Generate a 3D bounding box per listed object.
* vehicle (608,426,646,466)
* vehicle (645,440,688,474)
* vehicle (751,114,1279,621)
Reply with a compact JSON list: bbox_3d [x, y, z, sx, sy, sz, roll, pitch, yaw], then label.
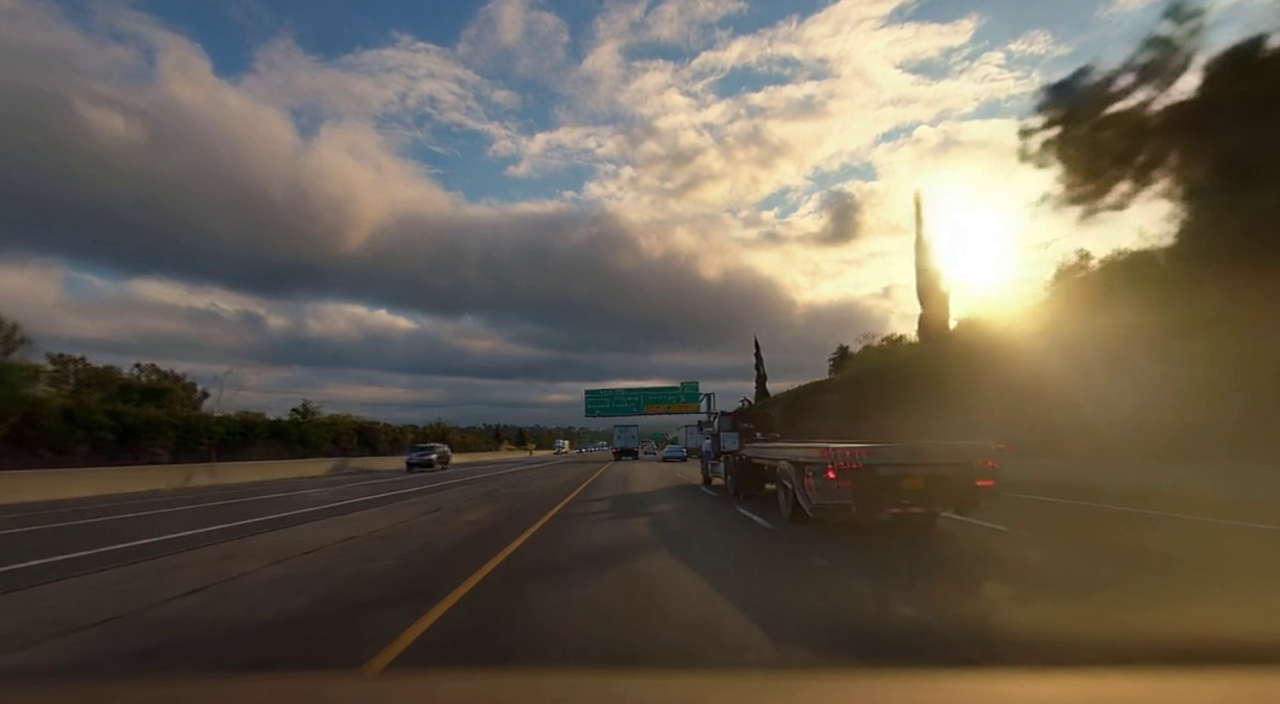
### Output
[{"bbox_3d":[-0.889,7.052,46.896,2.506,2.743,6.093,0,-9,2],"label":"vehicle"},{"bbox_3d":[1.499,5.593,33.531,2.127,1.642,3.899,-1,-9,5],"label":"vehicle"},{"bbox_3d":[3.891,0.639,9.222,2.816,4.086,8.486,0,-9,-1],"label":"vehicle"}]
